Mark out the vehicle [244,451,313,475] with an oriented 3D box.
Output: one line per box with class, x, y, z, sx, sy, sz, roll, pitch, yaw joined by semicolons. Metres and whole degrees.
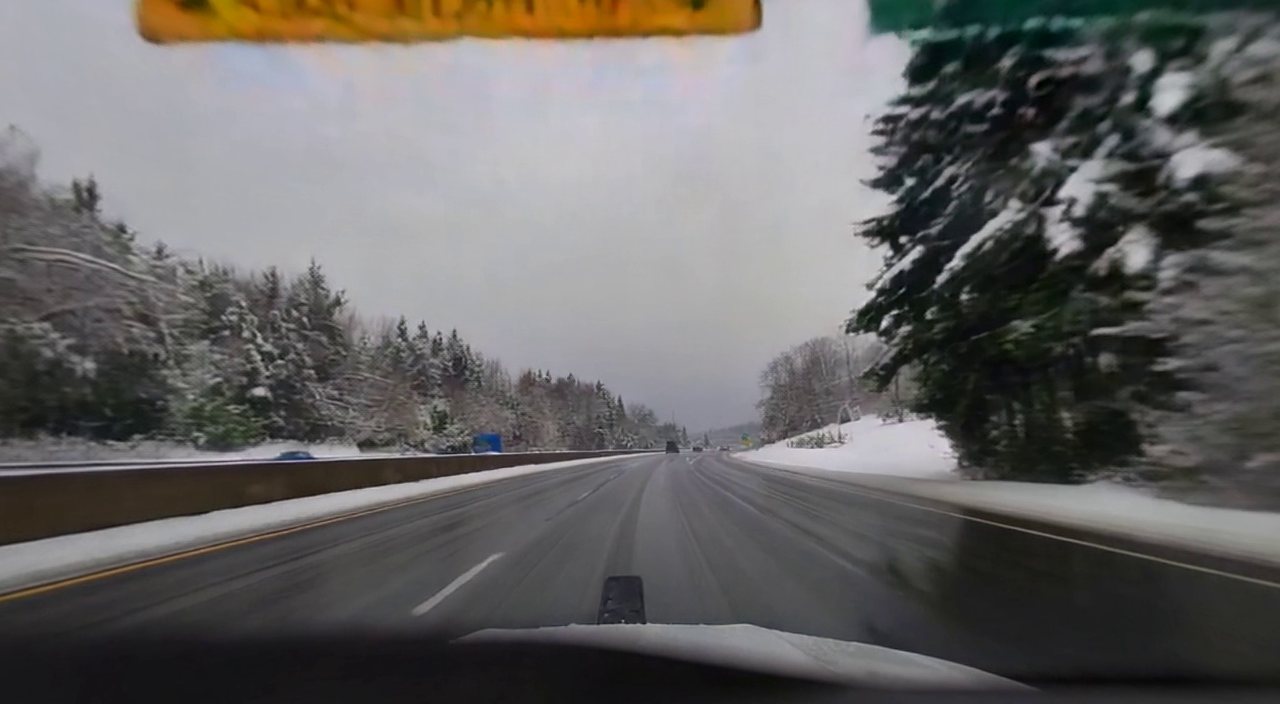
vehicle;-23.545;7.224;41.183;1.864;1.479;4.366;0;-9;1
